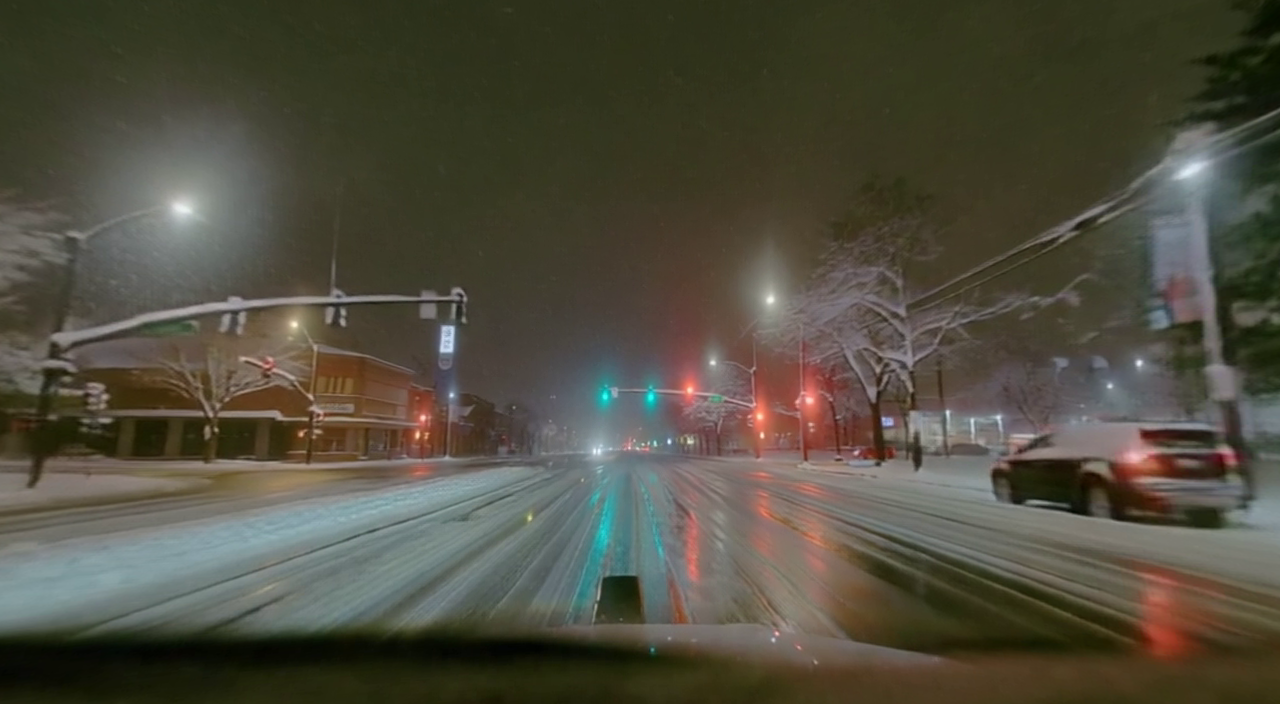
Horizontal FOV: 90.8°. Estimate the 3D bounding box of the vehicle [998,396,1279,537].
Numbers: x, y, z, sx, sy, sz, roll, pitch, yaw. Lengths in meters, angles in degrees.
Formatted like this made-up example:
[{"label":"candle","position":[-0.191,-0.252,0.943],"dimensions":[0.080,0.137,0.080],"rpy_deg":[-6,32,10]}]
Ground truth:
[{"label":"vehicle","position":[9.992,2.148,12.467],"dimensions":[2.273,2.103,5.788],"rpy_deg":[0,-8,-2]}]
